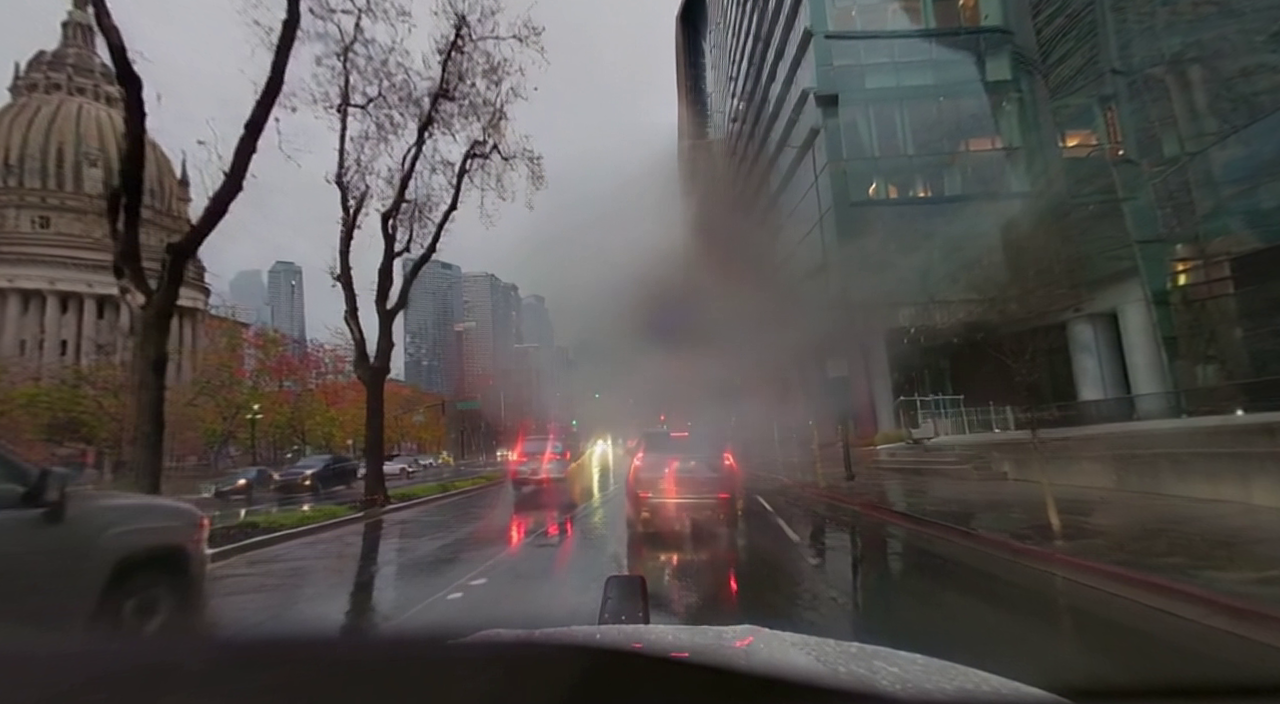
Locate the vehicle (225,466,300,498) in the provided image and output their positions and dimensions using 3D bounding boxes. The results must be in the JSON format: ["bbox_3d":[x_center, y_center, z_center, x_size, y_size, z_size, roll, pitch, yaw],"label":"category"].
[{"bbox_3d":[-23.551,8.086,39.591,2.003,1.747,4.505,0,-9,-2],"label":"vehicle"}]

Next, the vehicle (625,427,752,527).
[{"bbox_3d":[0.754,2.206,11.624,1.933,1.504,3.802,0,-9,0],"label":"vehicle"}]

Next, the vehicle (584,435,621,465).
[{"bbox_3d":[-2.325,6.131,39.683,1.969,1.764,4.160,0,-9,1],"label":"vehicle"}]

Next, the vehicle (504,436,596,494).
[{"bbox_3d":[-2.505,3.279,18.655,1.961,1.517,4.202,0,-9,2],"label":"vehicle"}]

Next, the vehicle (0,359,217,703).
[{"bbox_3d":[-3.312,0.743,1.617,1.848,1.641,3.686,0,-9,0],"label":"vehicle"}]

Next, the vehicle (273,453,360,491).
[{"bbox_3d":[-16.866,6.256,33.231,2.024,1.782,4.827,0,-9,0],"label":"vehicle"}]
